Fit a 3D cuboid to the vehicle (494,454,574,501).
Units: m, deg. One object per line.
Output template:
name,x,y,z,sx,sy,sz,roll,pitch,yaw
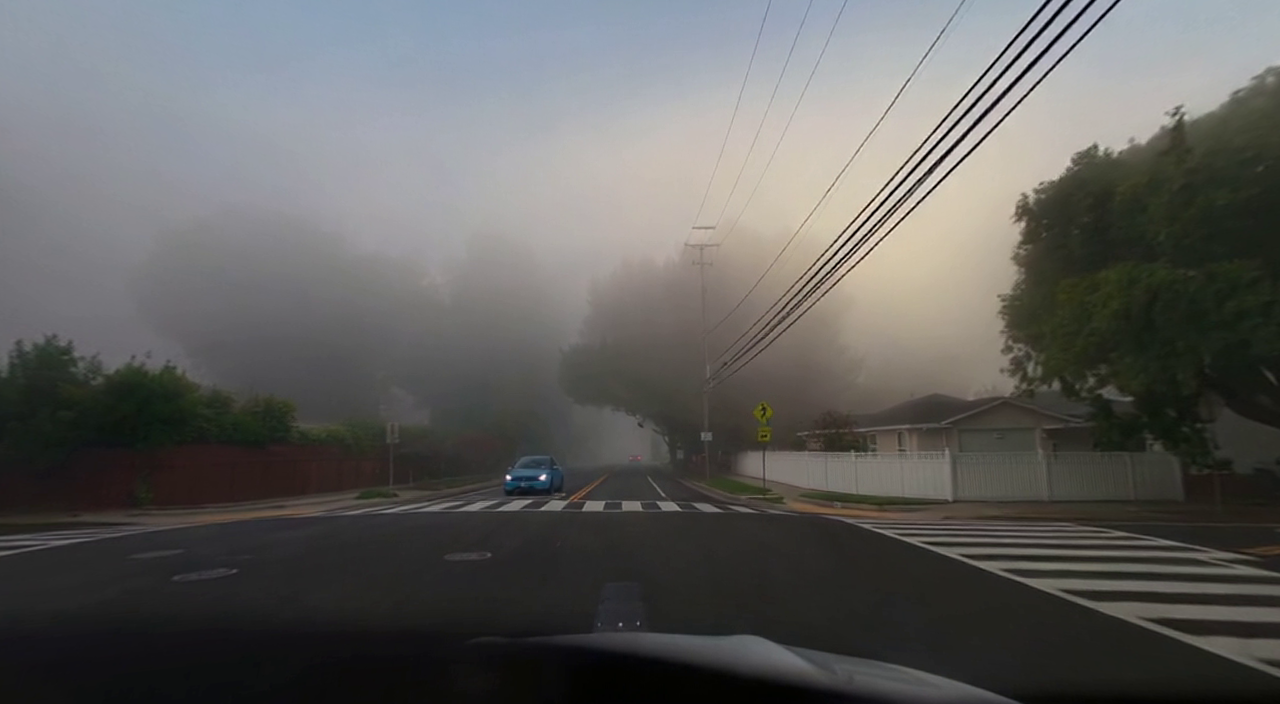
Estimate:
vehicle,-3.700,4.449,22.791,2.102,1.463,4.024,0,-9,1
